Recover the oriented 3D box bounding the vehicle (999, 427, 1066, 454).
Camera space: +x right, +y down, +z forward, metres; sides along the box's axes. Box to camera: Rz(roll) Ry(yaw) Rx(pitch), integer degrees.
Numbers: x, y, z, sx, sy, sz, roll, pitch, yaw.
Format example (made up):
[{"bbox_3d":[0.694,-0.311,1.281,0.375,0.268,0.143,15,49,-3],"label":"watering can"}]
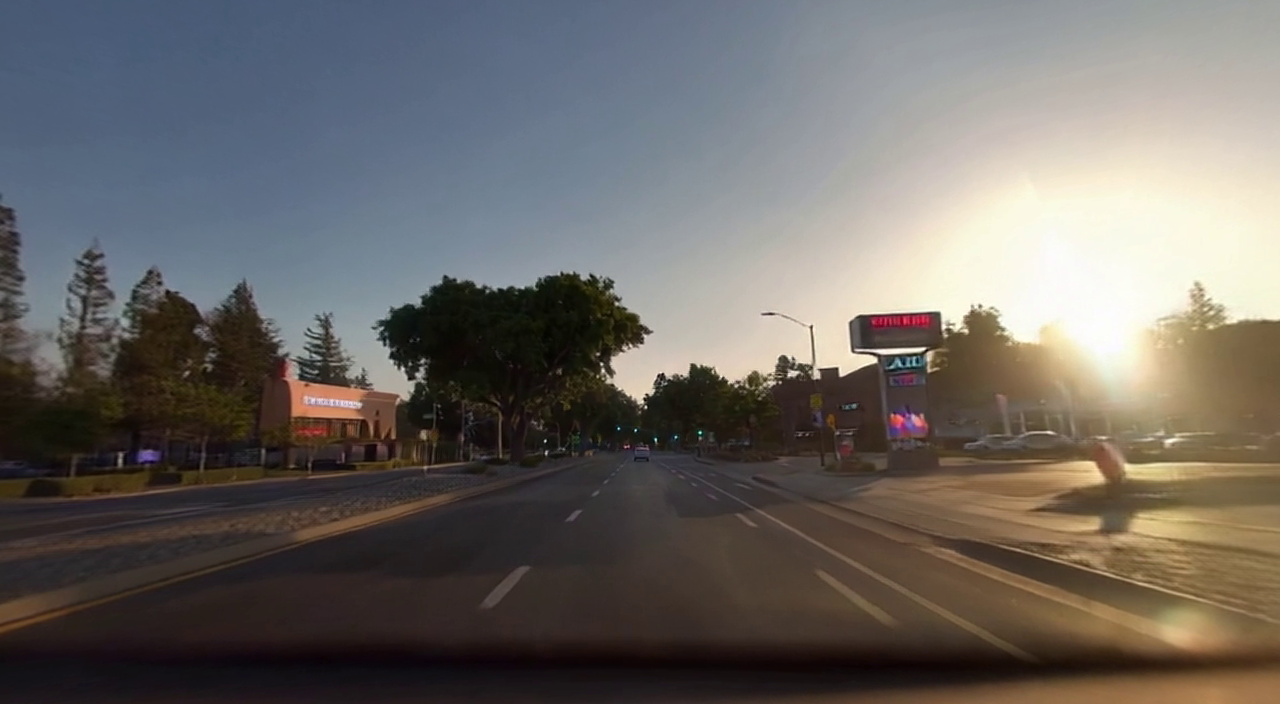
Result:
[{"bbox_3d":[30.875,7.051,49.869,1.966,1.767,4.697,-4,-10,-2],"label":"vehicle"}]
